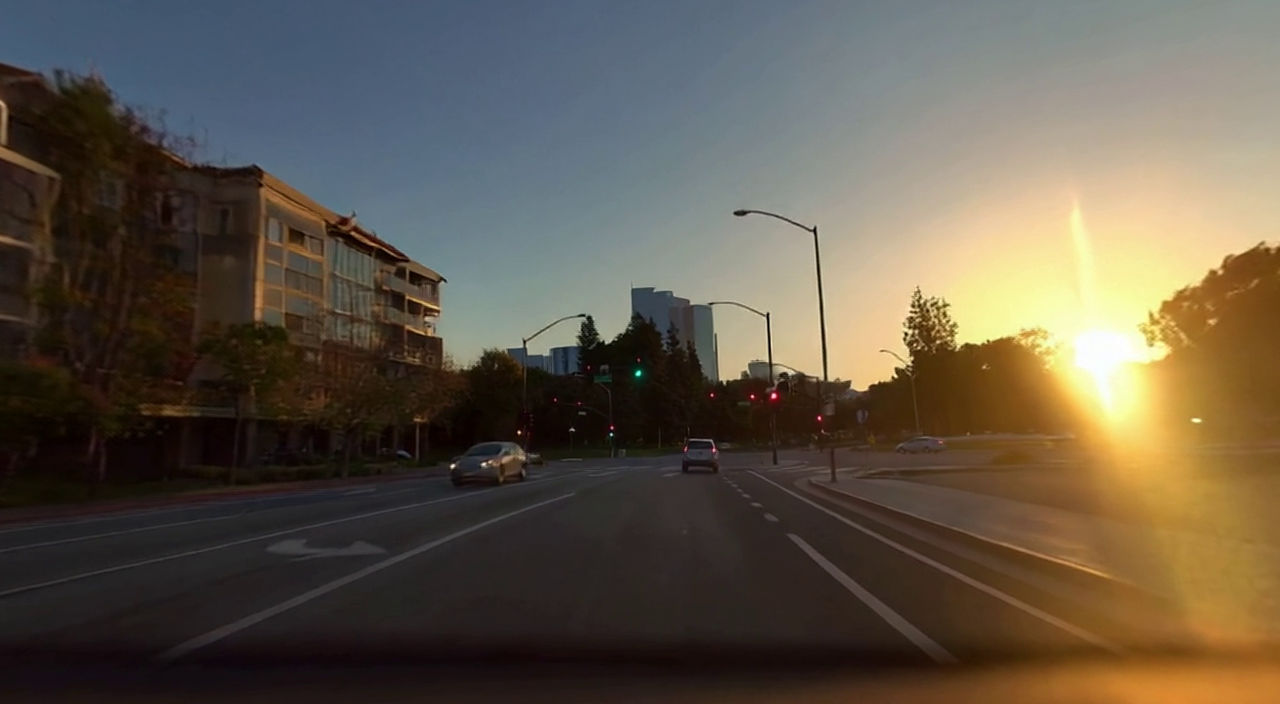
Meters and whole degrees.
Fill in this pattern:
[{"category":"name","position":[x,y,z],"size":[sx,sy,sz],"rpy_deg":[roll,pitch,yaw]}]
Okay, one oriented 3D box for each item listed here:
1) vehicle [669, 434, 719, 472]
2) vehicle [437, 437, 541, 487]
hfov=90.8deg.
[{"category":"vehicle","position":[2.885,5.250,33.040],"size":[2.230,1.827,4.298],"rpy_deg":[-1,-9,9]},{"category":"vehicle","position":[-5.607,4.159,24.264],"size":[2.183,1.699,4.974],"rpy_deg":[-1,-8,8]}]
